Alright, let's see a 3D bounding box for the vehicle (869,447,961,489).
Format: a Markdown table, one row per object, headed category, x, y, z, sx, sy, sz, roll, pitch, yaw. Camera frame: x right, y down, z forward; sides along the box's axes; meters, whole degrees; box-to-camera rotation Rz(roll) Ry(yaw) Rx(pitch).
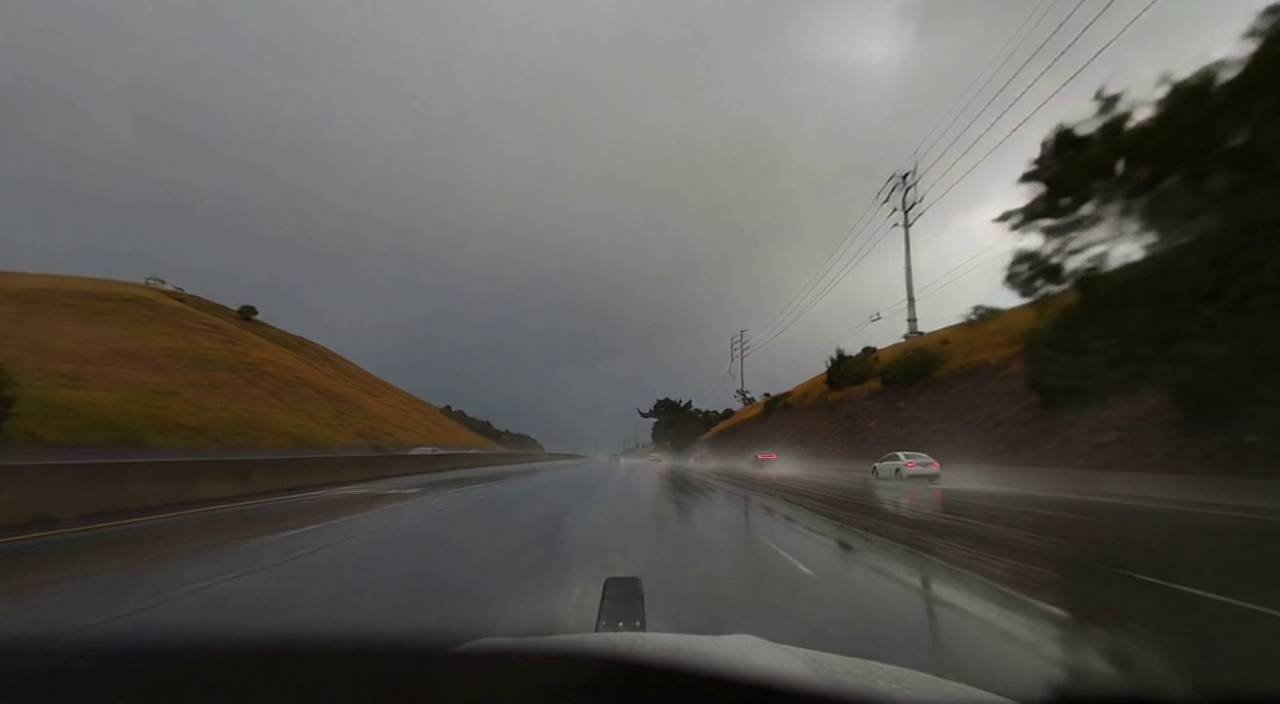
| category | x | y | z | sx | sy | sz | roll | pitch | yaw |
| --- | --- | --- | --- | --- | --- | --- | --- | --- | --- |
| vehicle | 10.807 | 4.558 | 25.036 | 1.884 | 1.486 | 3.770 | 1 | -8 | -1 |
